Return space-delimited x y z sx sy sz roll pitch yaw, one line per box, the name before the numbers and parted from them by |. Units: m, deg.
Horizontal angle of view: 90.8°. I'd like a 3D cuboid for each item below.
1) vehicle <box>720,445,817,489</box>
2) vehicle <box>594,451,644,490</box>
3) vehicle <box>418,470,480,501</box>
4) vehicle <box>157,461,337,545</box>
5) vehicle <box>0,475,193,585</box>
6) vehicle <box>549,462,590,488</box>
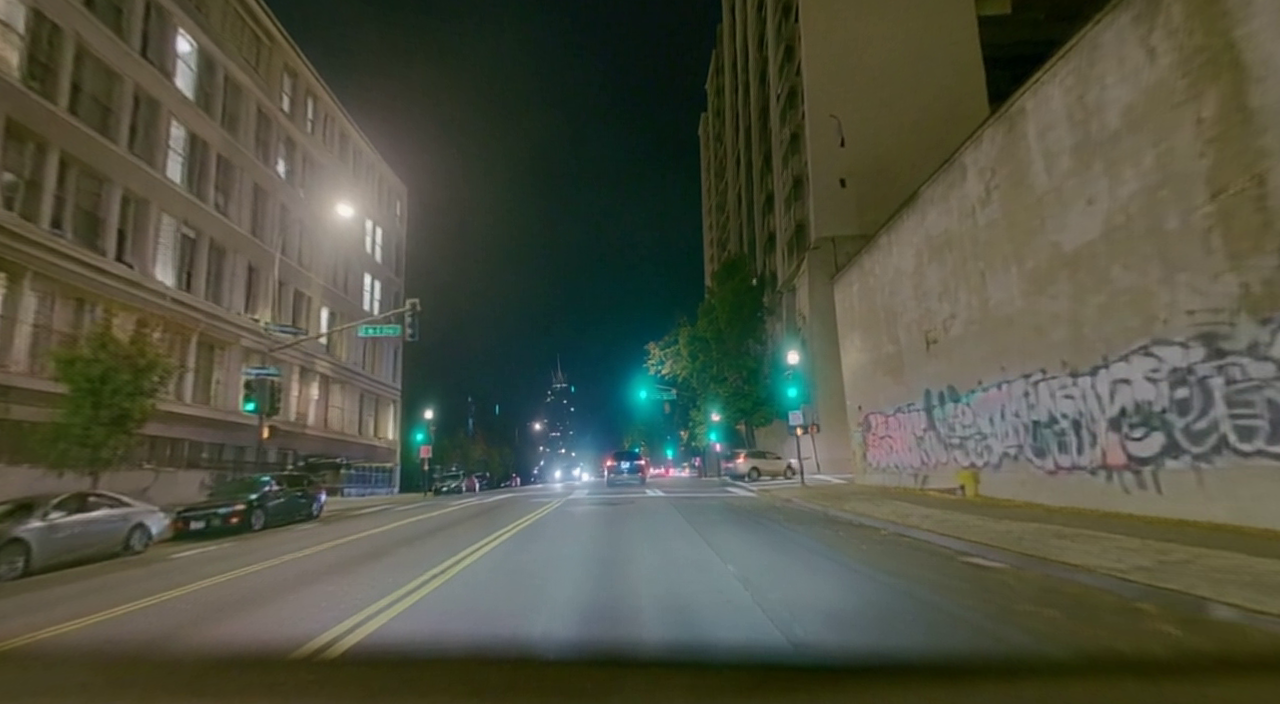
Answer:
vehicle | 5.795 5.071 28.259 2.207 1.761 4.292 -8 -12 43
vehicle | -0.923 5.409 29.217 2.166 1.579 4.300 0 -8 -1
vehicle | -10.862 7.606 36.295 2.070 1.476 4.508 -1 -8 1
vehicle | -11.021 4.182 18.248 2.199 1.717 4.888 -6 -8 -2
vehicle | -11.106 3.316 12.064 1.931 1.499 4.645 -5 -8 -2
vehicle | -4.341 7.656 39.520 2.095 1.447 4.202 0 -8 0
